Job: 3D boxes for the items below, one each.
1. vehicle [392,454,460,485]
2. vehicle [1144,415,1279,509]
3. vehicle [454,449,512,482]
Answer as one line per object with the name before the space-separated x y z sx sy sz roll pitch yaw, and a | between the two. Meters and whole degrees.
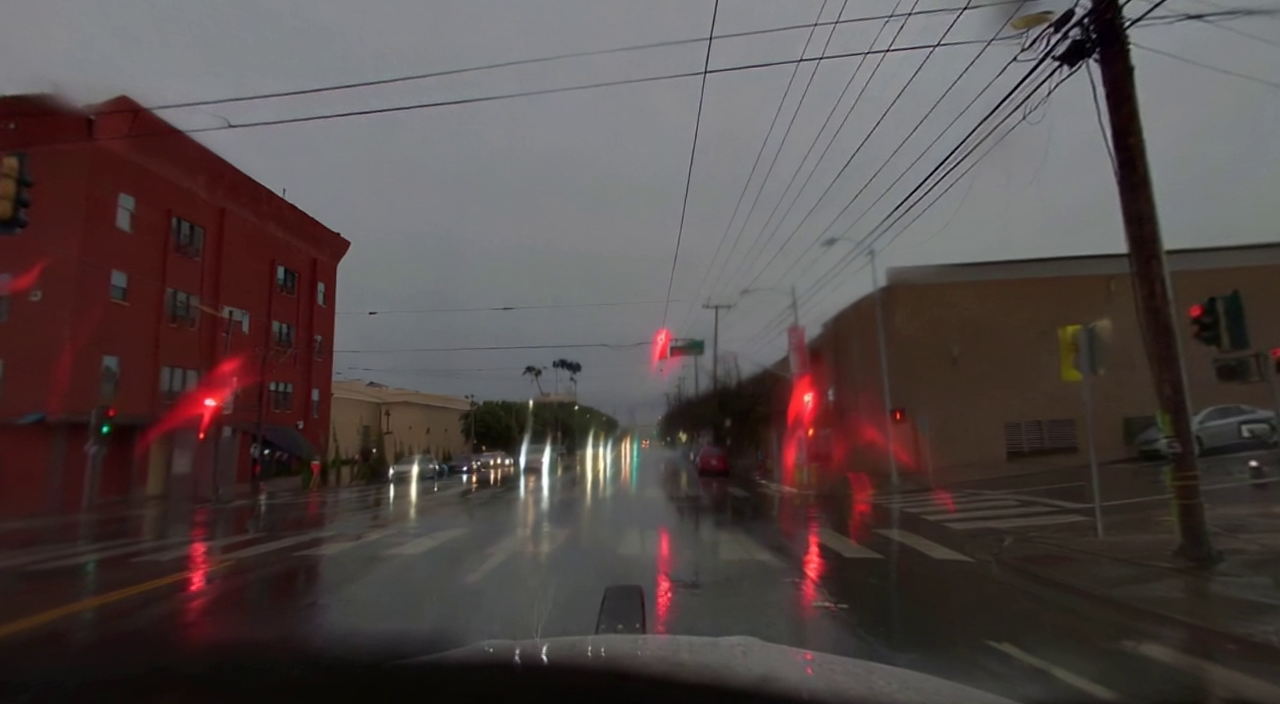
vehicle | -12.014 6.604 35.731 1.943 1.574 4.727 0 -9 3
vehicle | 12.742 2.203 12.772 3.234 1.746 1.941 -1 -9 2
vehicle | -8.678 6.292 35.159 2.020 1.672 3.842 0 -9 3
